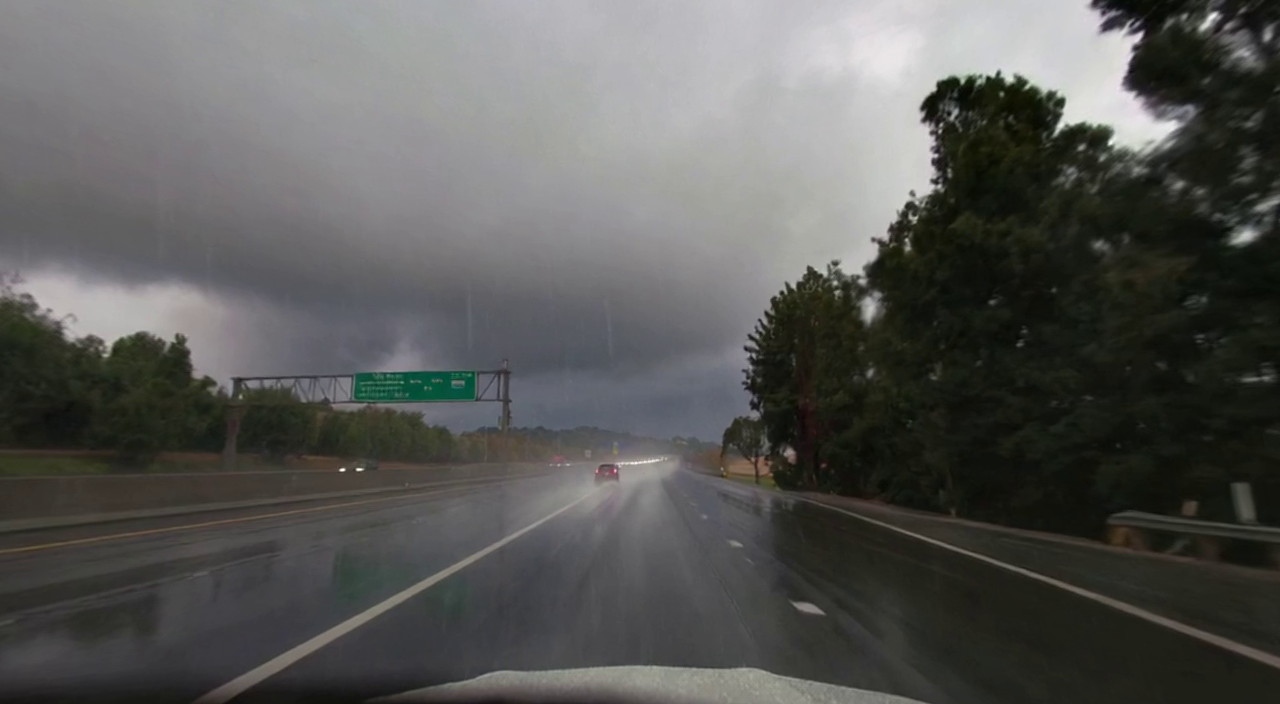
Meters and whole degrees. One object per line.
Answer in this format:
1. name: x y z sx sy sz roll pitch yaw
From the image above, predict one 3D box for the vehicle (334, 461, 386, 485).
1. vehicle: -22.056 9.549 49.832 1.906 1.774 4.441 0 -10 2
